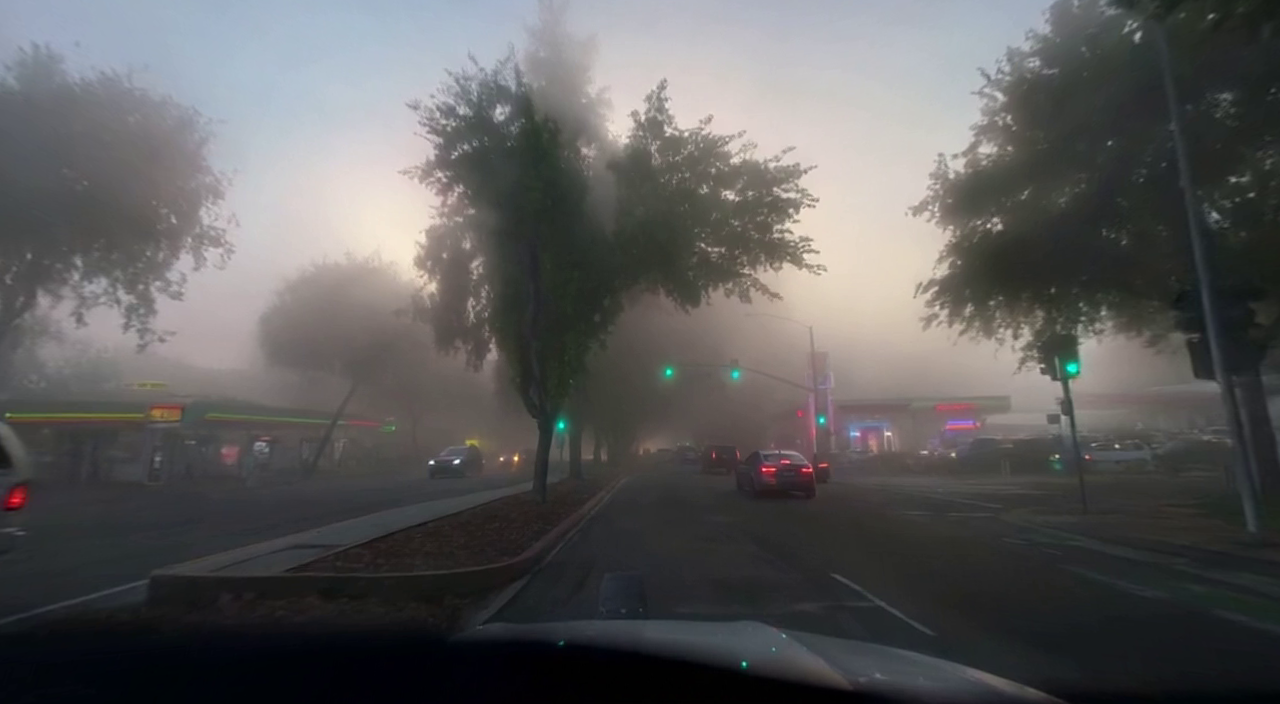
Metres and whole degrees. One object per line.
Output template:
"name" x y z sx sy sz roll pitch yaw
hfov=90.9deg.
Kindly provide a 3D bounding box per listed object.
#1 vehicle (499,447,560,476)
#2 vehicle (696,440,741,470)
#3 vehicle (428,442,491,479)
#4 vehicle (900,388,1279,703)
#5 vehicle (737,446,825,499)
"vehicle" -6.991 6.997 40.551 2.842 1.476 4.980 -3 -7 2
"vehicle" 5.447 7.273 44.674 2.611 1.983 5.165 0 -9 1
"vehicle" -10.218 6.200 36.019 2.416 1.903 4.339 -1 -10 -2
"vehicle" 3.799 1.256 4.482 1.875 1.665 4.931 0 -9 1
"vehicle" 4.264 3.698 19.763 1.871 1.442 4.122 0 -9 1
